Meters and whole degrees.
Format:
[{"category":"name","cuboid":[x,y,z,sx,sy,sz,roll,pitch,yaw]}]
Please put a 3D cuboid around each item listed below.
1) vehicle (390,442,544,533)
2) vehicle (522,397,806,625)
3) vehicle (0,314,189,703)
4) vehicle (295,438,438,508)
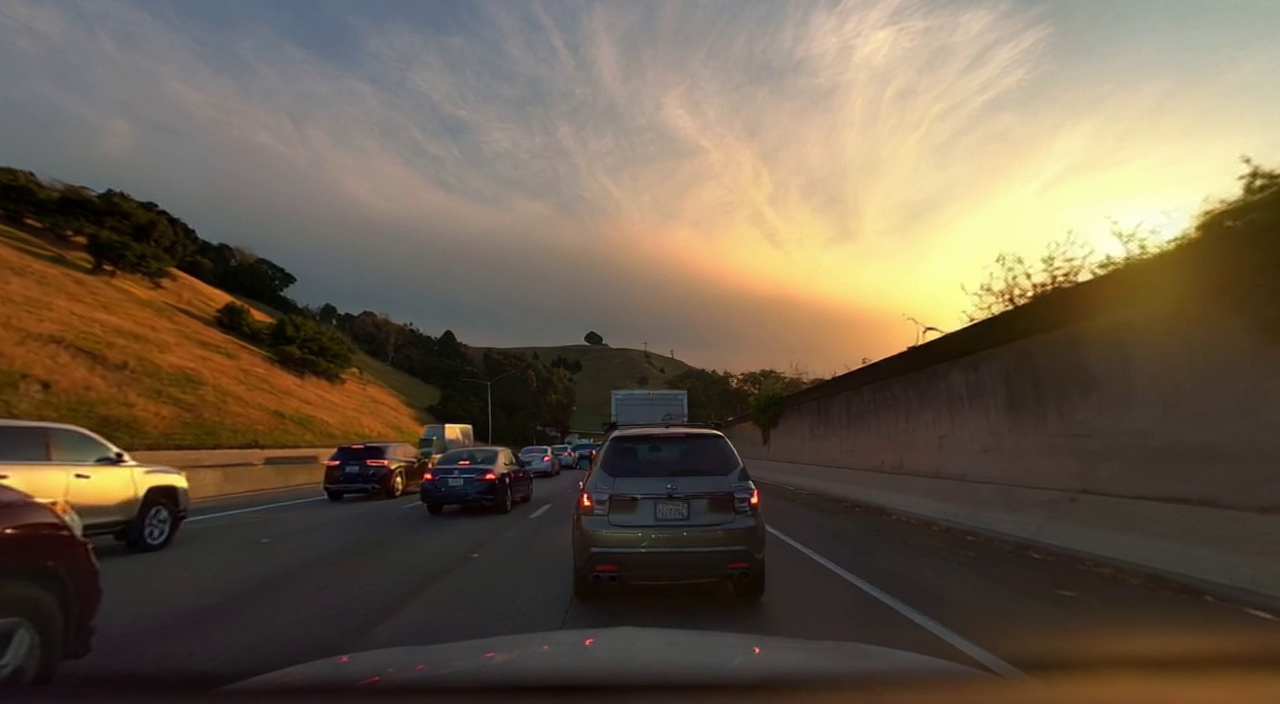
[{"category":"vehicle","cuboid":[-3.231,2.606,12.695,1.917,1.506,3.949,0,-9,1]},{"category":"vehicle","cuboid":[0.146,1.646,7.652,2.210,1.760,5.303,0,-9,-1]},{"category":"vehicle","cuboid":[-3.519,0.578,0.934,2.085,1.893,4.880,0,-9,-1]},{"category":"vehicle","cuboid":[-7.520,3.343,17.932,1.986,1.700,4.558,0,-9,0]}]
